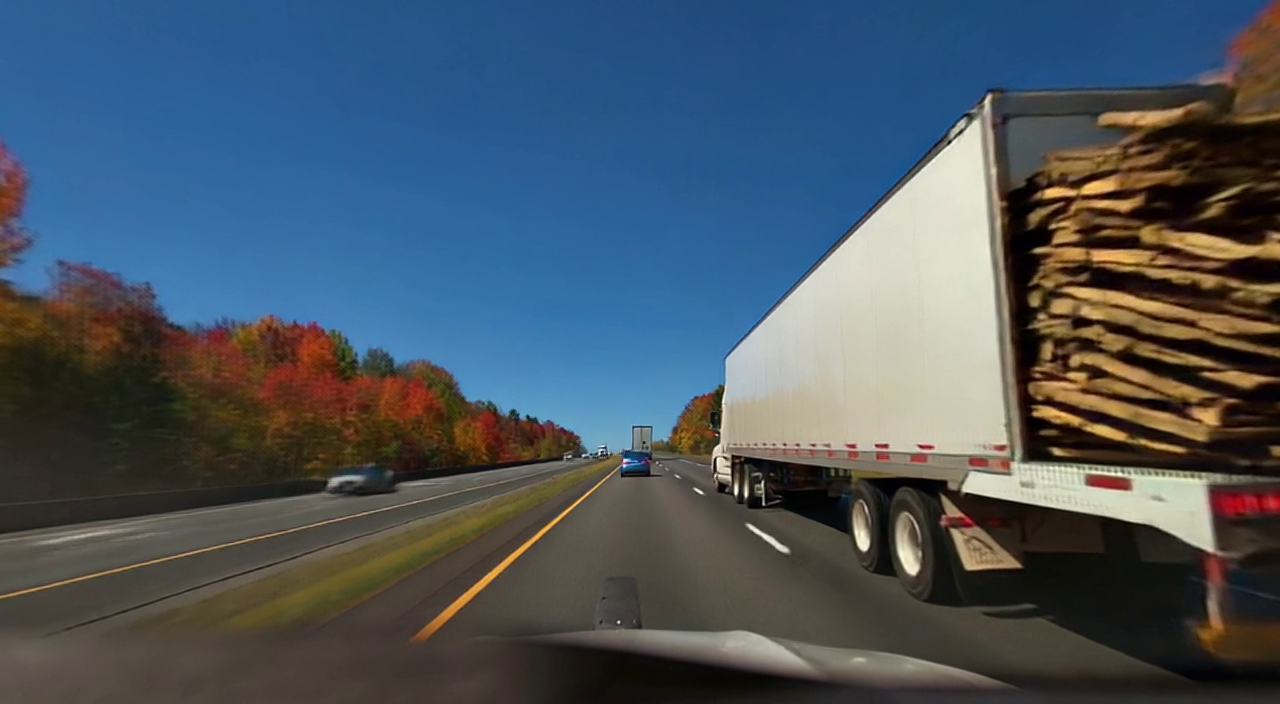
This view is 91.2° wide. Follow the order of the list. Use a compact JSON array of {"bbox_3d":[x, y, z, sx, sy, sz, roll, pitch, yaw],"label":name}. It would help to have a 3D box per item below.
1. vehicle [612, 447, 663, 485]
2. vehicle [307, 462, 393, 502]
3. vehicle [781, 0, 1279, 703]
[{"bbox_3d":[-0.105,5.044,28.031,2.099,1.506,4.097,0,-9,0],"label":"vehicle"},{"bbox_3d":[-12.392,5.561,27.048,1.810,1.462,3.899,-1,-9,0],"label":"vehicle"},{"bbox_3d":[3.964,0.320,6.267,3.004,3.923,8.363,0,-9,-1],"label":"vehicle"}]
